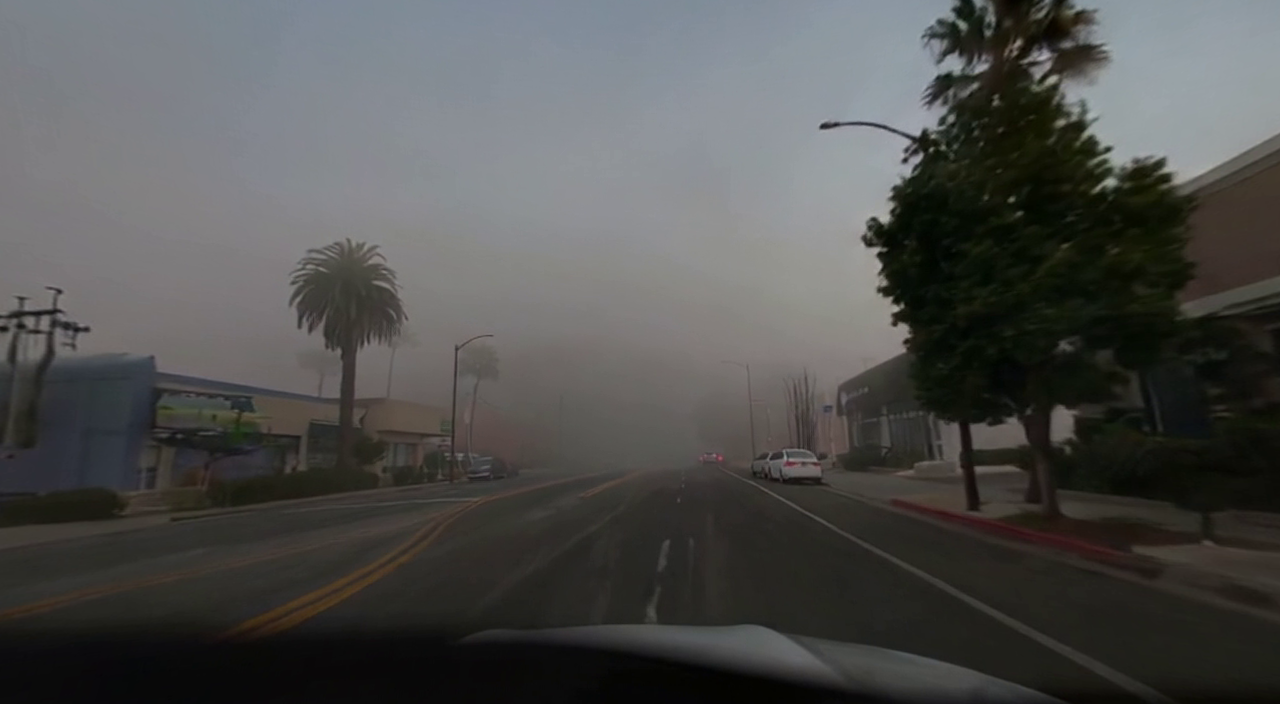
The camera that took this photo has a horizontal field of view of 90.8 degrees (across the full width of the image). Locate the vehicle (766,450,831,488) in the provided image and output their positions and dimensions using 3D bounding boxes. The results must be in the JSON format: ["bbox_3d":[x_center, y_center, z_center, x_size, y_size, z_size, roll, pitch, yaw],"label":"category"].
[{"bbox_3d":[6.808,5.036,27.597,1.834,1.504,4.331,0,-8,1],"label":"vehicle"}]

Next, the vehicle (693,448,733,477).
[{"bbox_3d":[4.098,6.155,35.430,2.067,1.477,4.653,-1,-9,6],"label":"vehicle"}]

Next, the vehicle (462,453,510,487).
[{"bbox_3d":[-10.999,8.433,45.544,1.949,2.026,5.141,2,-7,2],"label":"vehicle"}]
